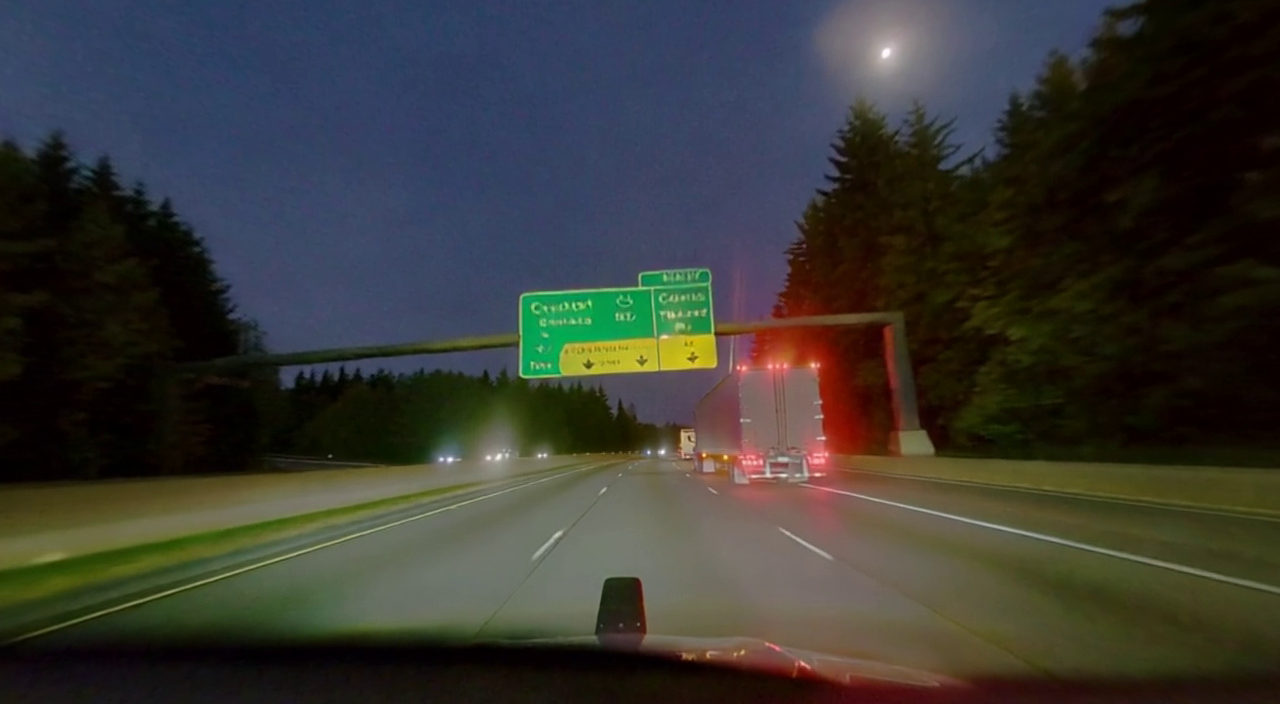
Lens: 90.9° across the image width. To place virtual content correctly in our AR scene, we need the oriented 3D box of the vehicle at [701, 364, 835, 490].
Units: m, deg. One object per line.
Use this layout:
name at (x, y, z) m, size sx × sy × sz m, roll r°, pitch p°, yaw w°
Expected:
vehicle at (4.723, 3.440, 26.980) m, size 2.859 × 3.984 × 14.045 m, roll 0°, pitch -9°, yaw 0°
